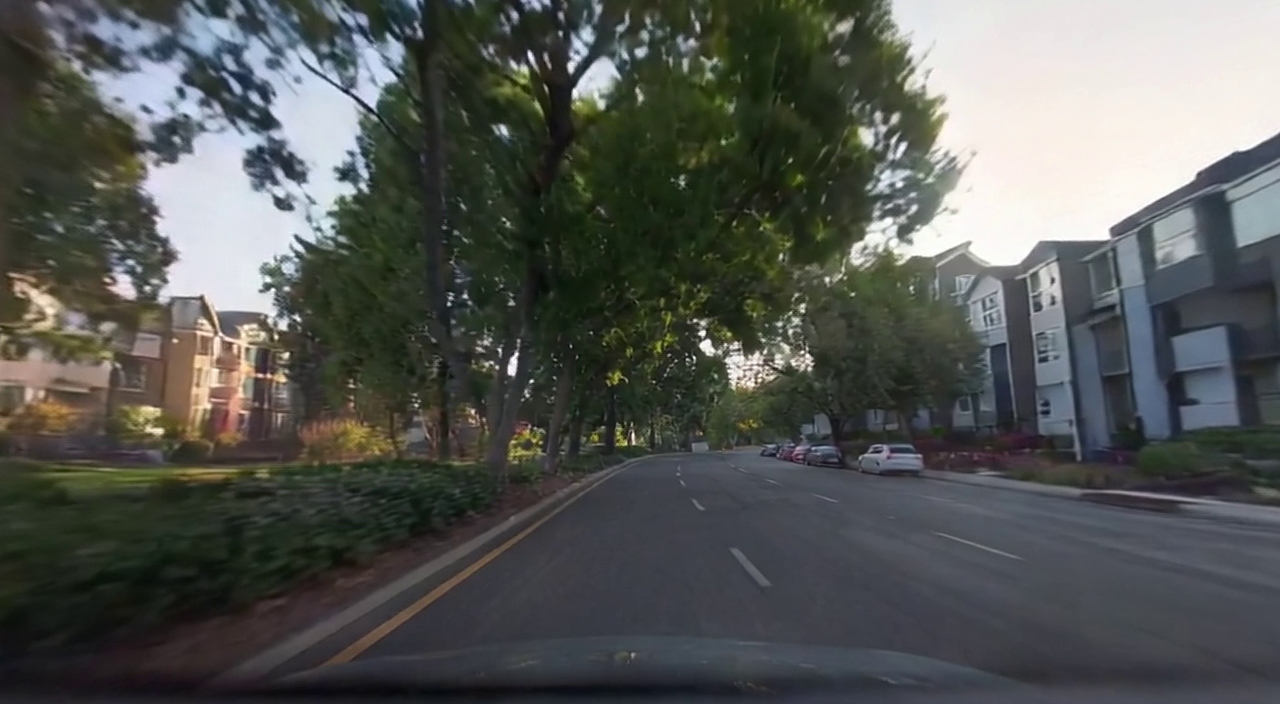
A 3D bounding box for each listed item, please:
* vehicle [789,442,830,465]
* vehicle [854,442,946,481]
[{"bbox_3d":[11.703,7.006,43.791,1.876,1.450,4.596,-1,-8,4],"label":"vehicle"},{"bbox_3d":[10.687,4.523,26.379,1.897,1.455,4.586,0,-8,0],"label":"vehicle"}]
